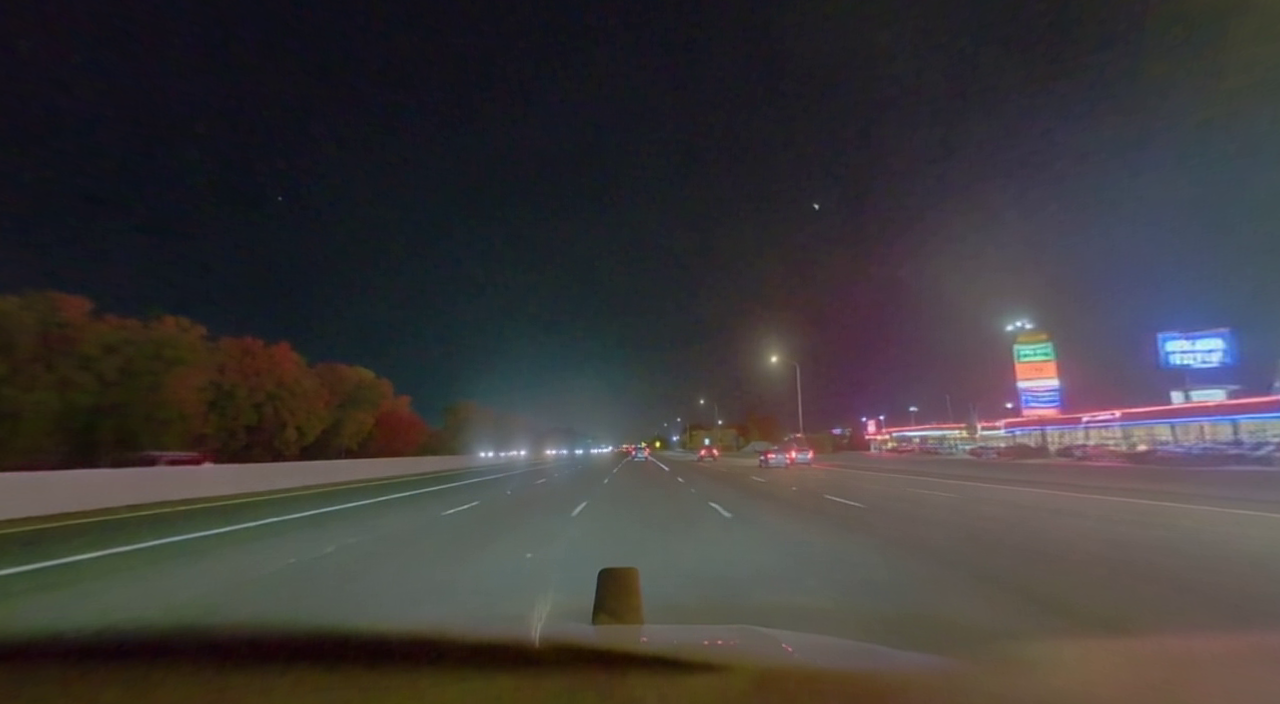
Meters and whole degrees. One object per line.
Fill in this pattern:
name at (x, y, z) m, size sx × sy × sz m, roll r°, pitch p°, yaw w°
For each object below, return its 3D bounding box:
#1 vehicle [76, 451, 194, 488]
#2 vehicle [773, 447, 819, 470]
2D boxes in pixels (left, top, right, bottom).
vehicle at (-26.065, 6.049, 32.893) m, size 2.111 × 1.702 × 5.024 m, roll 0°, pitch -8°, yaw -2°
vehicle at (10.694, 7.290, 43.584) m, size 1.953 × 1.473 × 4.512 m, roll 0°, pitch -8°, yaw -1°
